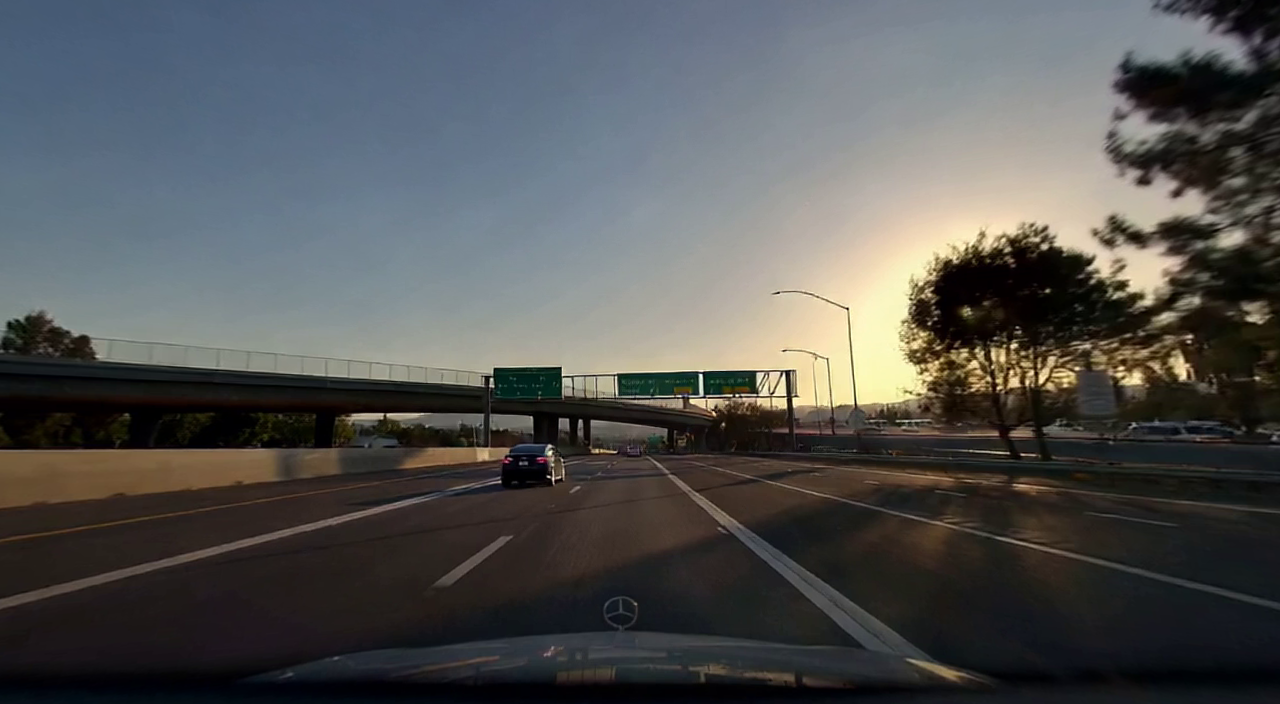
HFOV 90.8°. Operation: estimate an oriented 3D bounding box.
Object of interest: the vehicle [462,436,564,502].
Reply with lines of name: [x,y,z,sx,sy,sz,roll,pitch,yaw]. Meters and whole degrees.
vehicle: [-3.592,3.388,18.780,2.178,1.699,4.321,0,-8,0]
